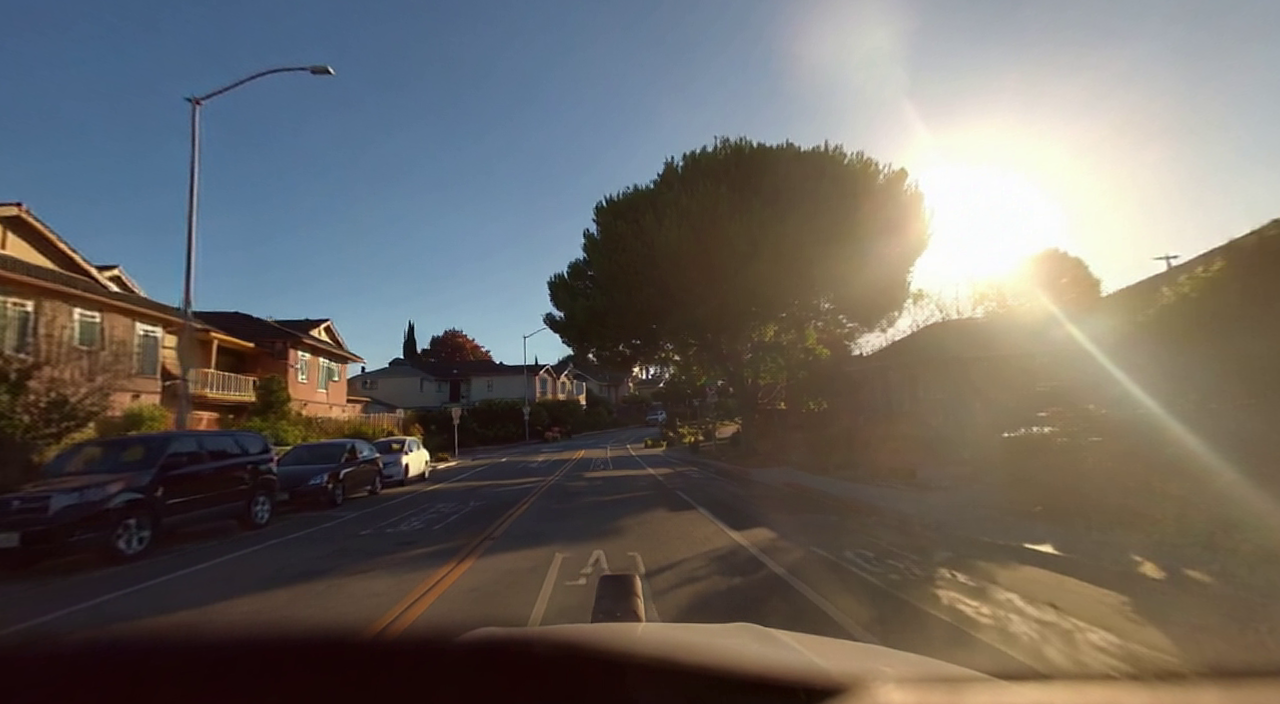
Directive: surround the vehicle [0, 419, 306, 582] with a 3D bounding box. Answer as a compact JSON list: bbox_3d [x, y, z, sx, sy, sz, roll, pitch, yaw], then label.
[{"bbox_3d":[-6.941,1.907,9.144,1.865,1.750,4.507,0,-8,-2],"label":"vehicle"}]
